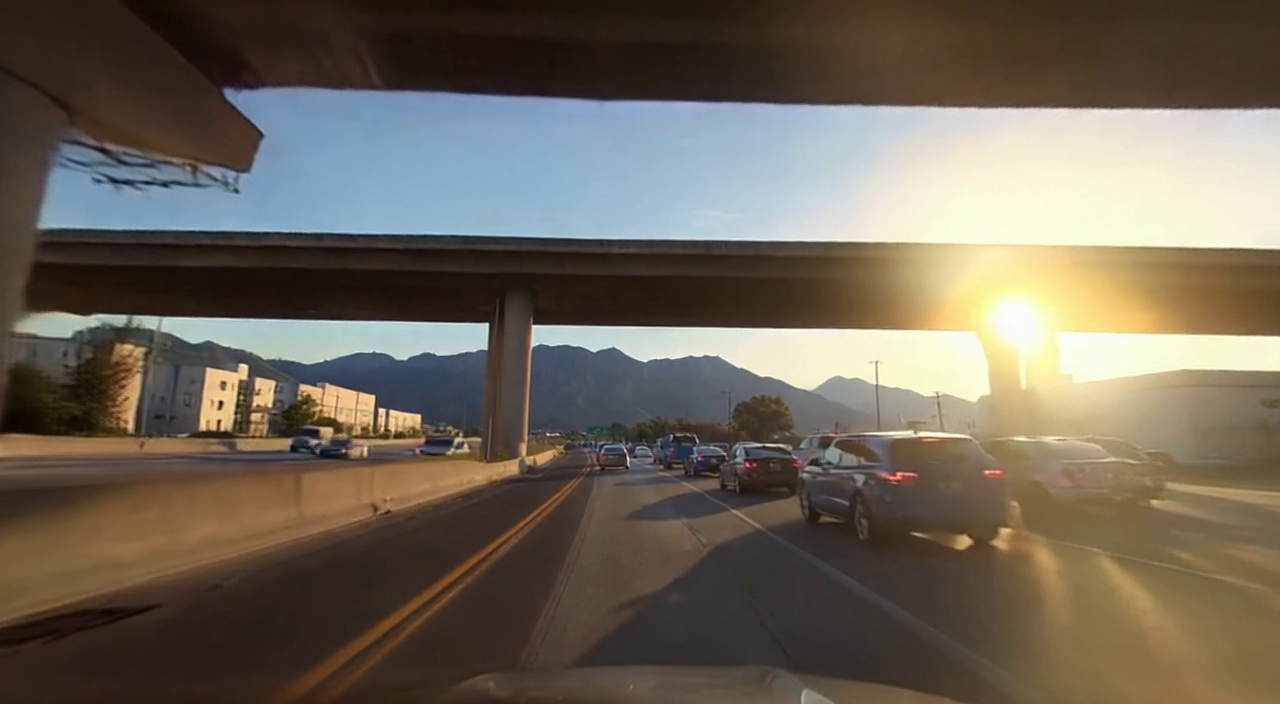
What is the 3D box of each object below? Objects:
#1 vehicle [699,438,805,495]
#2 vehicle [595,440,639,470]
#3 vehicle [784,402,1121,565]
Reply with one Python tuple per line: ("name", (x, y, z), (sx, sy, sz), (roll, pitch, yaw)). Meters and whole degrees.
("vehicle", (3.129, 3.315, 18.724), (2.074, 1.455, 4.646), (0, -8, -3))
("vehicle", (-1.268, 5.612, 34.715), (2.266, 1.549, 3.978), (0, -8, -2))
("vehicle", (3.976, 1.782, 9.414), (2.276, 1.739, 5.040), (0, -8, -2))
